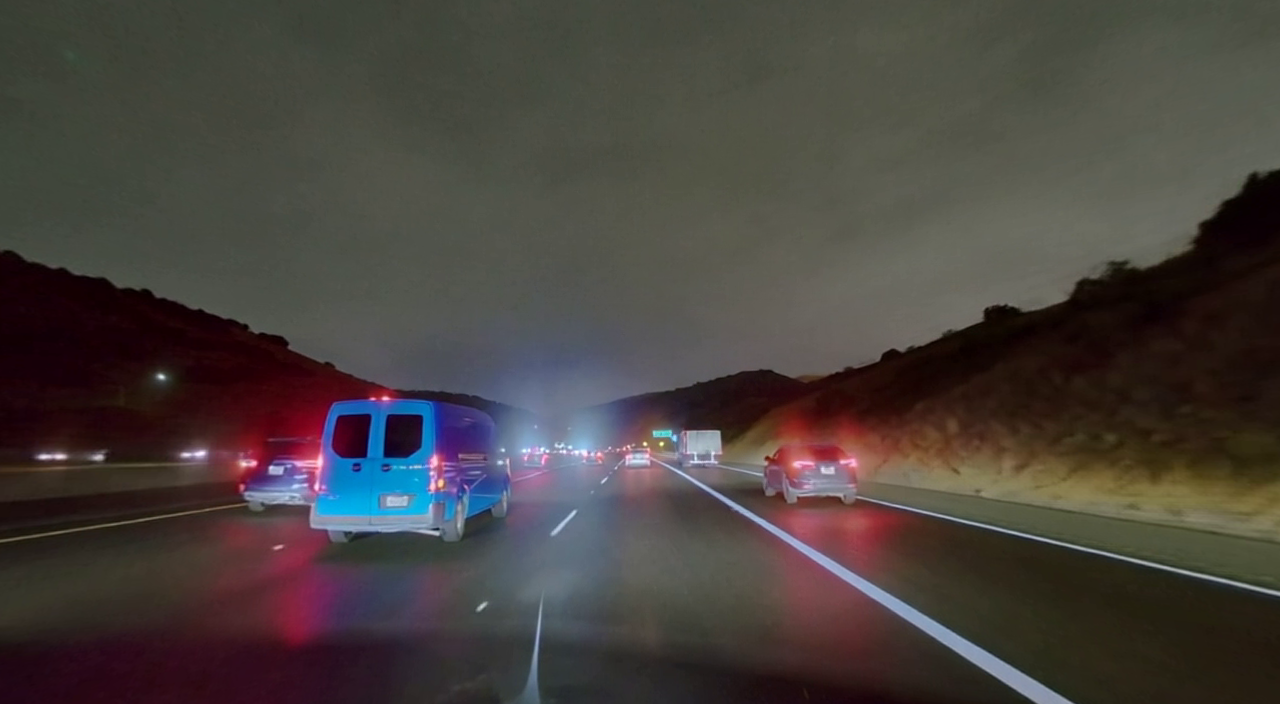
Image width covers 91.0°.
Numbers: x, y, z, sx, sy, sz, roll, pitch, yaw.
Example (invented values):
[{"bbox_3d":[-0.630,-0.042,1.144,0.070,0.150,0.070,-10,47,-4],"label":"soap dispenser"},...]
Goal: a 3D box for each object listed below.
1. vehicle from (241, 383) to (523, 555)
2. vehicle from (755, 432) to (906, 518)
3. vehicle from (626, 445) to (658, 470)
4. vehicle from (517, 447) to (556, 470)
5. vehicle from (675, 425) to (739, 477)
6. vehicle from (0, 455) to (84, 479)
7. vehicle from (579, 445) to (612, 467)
[{"bbox_3d":[-3.852,1.942,11.045,2.421,2.203,5.775,0,-9,1],"label":"vehicle"},{"bbox_3d":[3.995,2.658,14.064,2.051,1.598,4.145,0,-9,0],"label":"vehicle"},{"bbox_3d":[0.134,6.954,41.715,2.014,1.543,3.804,0,-9,-1],"label":"vehicle"},{"bbox_3d":[-7.338,7.568,44.925,2.021,1.500,4.512,0,-9,0],"label":"vehicle"},{"bbox_3d":[3.783,5.879,37.358,2.877,2.730,7.831,0,-9,-1],"label":"vehicle"},{"bbox_3d":[-42.409,8.119,44.664,1.752,1.502,4.483,0,-9,0],"label":"vehicle"},{"bbox_3d":[-3.312,7.784,47.199,2.138,1.581,4.340,0,-9,0],"label":"vehicle"}]
